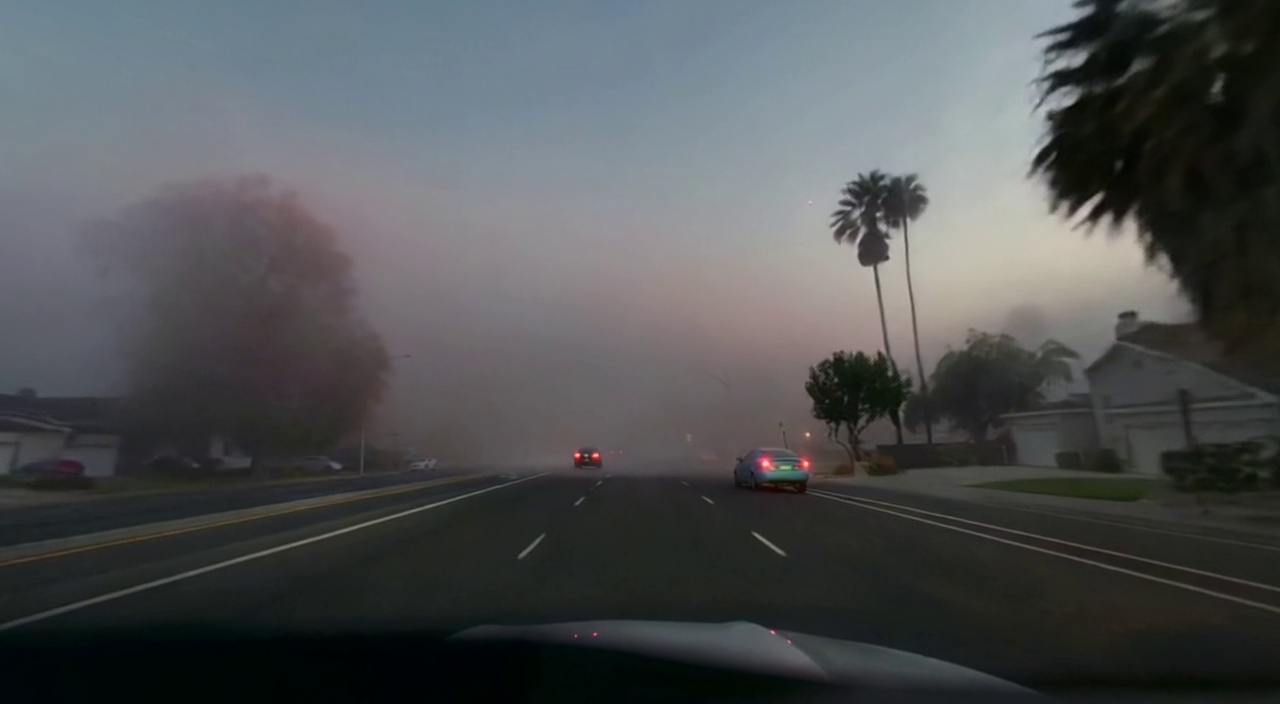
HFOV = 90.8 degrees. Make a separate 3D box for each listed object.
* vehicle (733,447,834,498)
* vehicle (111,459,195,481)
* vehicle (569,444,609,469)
[{"bbox_3d":[4.424,3.777,20.367,2.149,1.421,4.805,0,-8,0],"label":"vehicle"},{"bbox_3d":[-35.411,8.606,46.022,4.503,1.515,1.964,-1,-9,2],"label":"vehicle"},{"bbox_3d":[-3.281,6.896,41.809,2.263,1.548,4.555,0,-8,0],"label":"vehicle"}]
